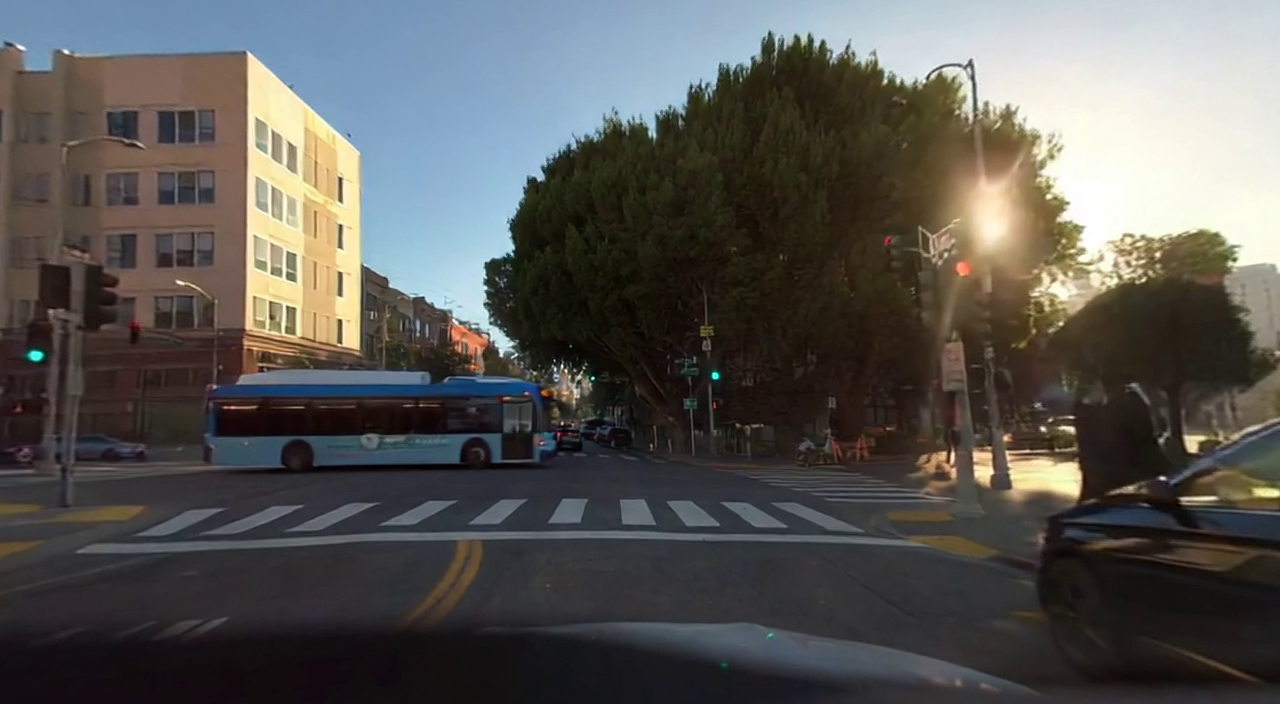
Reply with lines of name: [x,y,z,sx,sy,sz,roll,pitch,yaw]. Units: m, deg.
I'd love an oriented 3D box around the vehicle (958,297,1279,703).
vehicle: [3.530,0.774,2.582,2.052,1.929,4.747,-1,-8,2]

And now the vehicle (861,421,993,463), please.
vehicle: [14.055,4.464,31.203,5.450,1.844,2.011,-2,-9,2]

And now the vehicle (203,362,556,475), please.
vehicle: [-8.413,2.307,21.448,10.621,3.479,3.025,-1,-8,2]

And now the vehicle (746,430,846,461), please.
vehicle: [7.670,4.642,31.377,4.451,1.422,1.744,0,-8,0]

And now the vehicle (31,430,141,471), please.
vehicle: [-28.246,4.992,32.246,4.145,1.585,1.727,-5,-3,2]
